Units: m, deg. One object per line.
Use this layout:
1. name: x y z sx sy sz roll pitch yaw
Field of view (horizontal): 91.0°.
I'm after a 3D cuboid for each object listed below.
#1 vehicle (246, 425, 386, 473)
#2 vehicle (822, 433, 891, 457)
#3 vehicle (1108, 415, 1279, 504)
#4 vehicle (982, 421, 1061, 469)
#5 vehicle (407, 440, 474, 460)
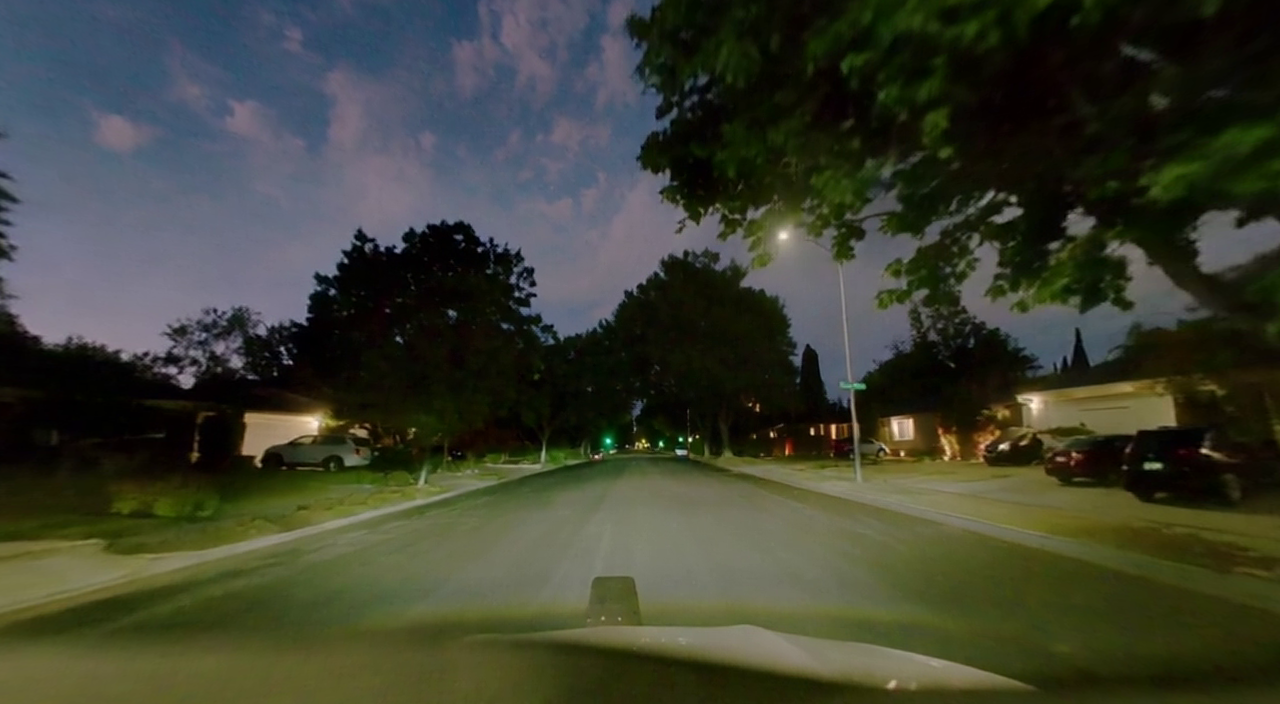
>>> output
1. vehicle: -15.069 4.512 29.624 2.575 2.031 5.155 -5 -9 29
2. vehicle: 16.134 6.906 46.974 4.468 1.728 2.135 2 -8 -20
3. vehicle: 13.281 2.397 14.380 4.708 1.727 2.076 4 -9 -26
4. vehicle: 16.532 4.086 27.554 2.288 1.880 4.939 -4 -9 24
5. vehicle: -14.900 7.355 47.203 4.351 1.474 2.015 0 -9 -1
